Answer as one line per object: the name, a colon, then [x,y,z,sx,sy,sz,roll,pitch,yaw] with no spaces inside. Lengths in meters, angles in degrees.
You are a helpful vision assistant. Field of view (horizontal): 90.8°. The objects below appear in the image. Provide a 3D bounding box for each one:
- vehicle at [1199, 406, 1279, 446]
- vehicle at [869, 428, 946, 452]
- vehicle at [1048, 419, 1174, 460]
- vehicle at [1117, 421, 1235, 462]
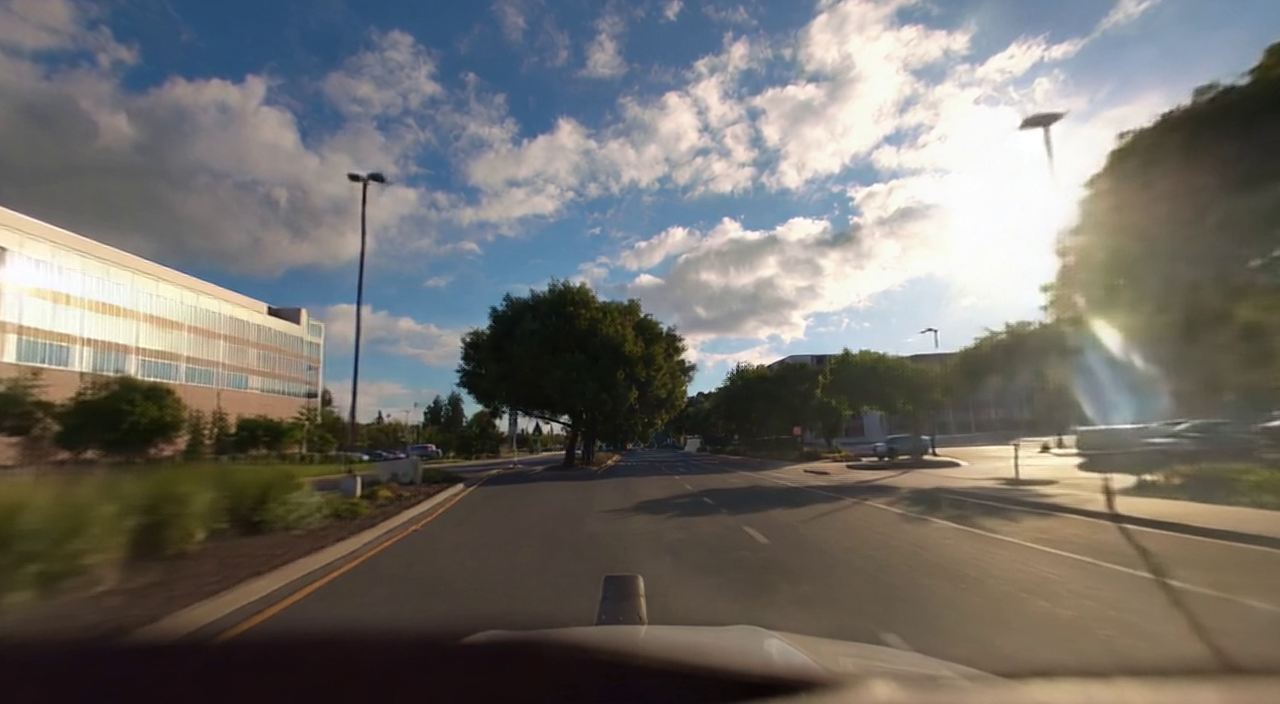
vehicle: [31.285,3.729,31.765,2.007,1.782,4.355,-3,-10,-5]
vehicle: [20.013,6.609,47.359,4.656,1.752,2.309,1,-8,-4]
vehicle: [22.913,4.332,31.062,2.133,1.853,5.009,0,-8,-2]
vehicle: [25.810,4.355,30.629,1.874,1.808,4.159,0,-8,-3]
